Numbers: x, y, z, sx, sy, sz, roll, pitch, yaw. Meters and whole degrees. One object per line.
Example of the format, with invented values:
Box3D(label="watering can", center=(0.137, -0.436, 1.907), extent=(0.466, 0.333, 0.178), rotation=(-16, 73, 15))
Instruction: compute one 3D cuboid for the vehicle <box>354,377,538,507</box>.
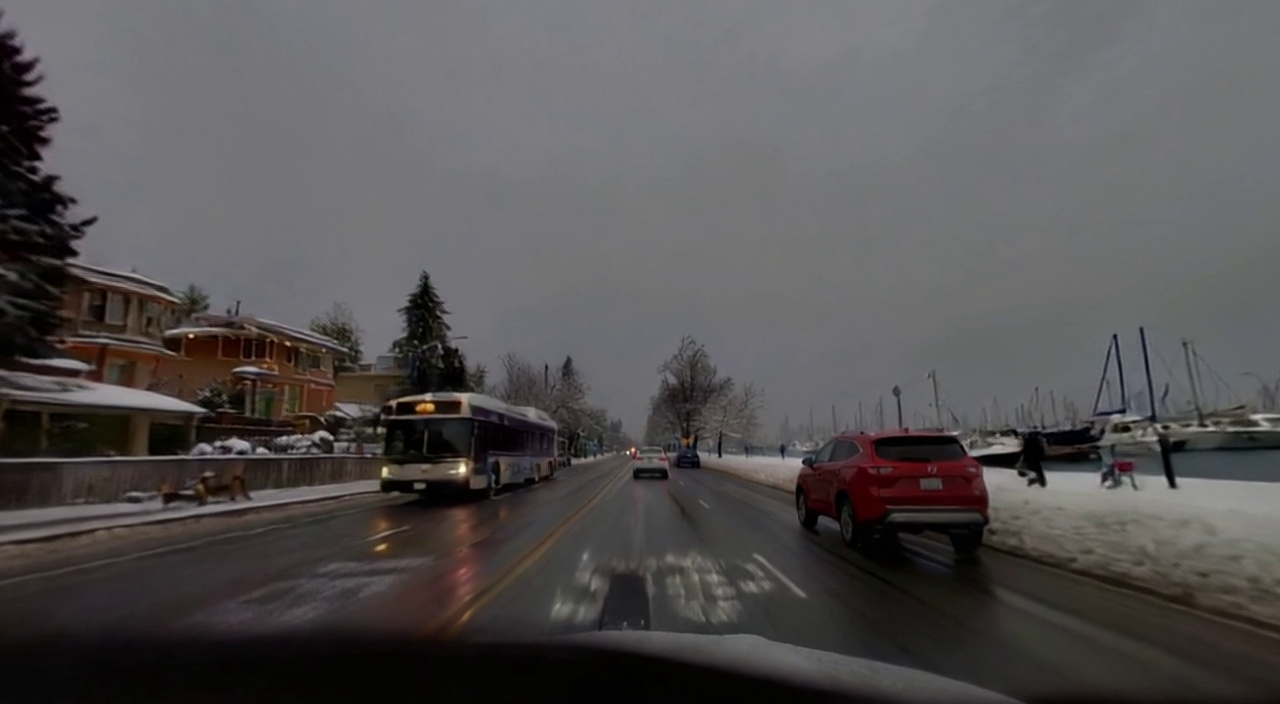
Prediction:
Box3D(label="vehicle", center=(-6.092, 3.210, 22.191), extent=(3.102, 3.524, 9.830), rotation=(0, -9, 1))

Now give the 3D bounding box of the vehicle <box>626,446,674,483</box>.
Box3D(label="vehicle", center=(0.434, 5.373, 30.384), extent=(2.132, 1.632, 3.838), rotation=(0, -9, 0))

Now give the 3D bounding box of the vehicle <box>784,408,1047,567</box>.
Box3D(label="vehicle", center=(3.685, 1.903, 9.529), extent=(2.000, 1.809, 4.405), rotation=(0, -9, 1))
